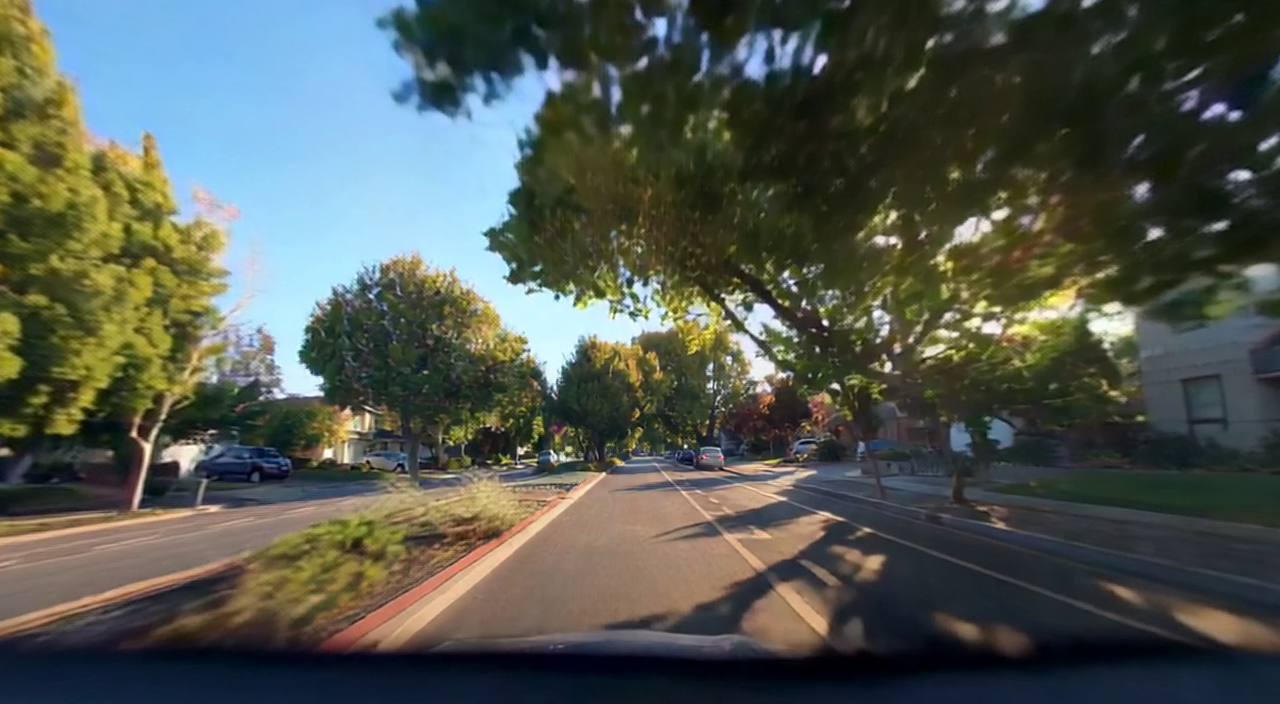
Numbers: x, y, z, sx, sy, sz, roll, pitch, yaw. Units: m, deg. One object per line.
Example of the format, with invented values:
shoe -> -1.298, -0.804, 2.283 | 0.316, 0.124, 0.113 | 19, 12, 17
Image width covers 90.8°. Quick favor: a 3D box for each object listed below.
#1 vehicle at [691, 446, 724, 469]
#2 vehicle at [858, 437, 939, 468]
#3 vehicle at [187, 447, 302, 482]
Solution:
vehicle -> 5.169, 8.140, 48.810 | 2.001, 1.693, 4.311 | 0, -9, -1
vehicle -> 15.430, 6.043, 37.916 | 4.010, 1.751, 1.922 | -1, -9, 3
vehicle -> -21.954, 6.245, 35.231 | 4.889, 1.822, 2.159 | 0, -9, -2
